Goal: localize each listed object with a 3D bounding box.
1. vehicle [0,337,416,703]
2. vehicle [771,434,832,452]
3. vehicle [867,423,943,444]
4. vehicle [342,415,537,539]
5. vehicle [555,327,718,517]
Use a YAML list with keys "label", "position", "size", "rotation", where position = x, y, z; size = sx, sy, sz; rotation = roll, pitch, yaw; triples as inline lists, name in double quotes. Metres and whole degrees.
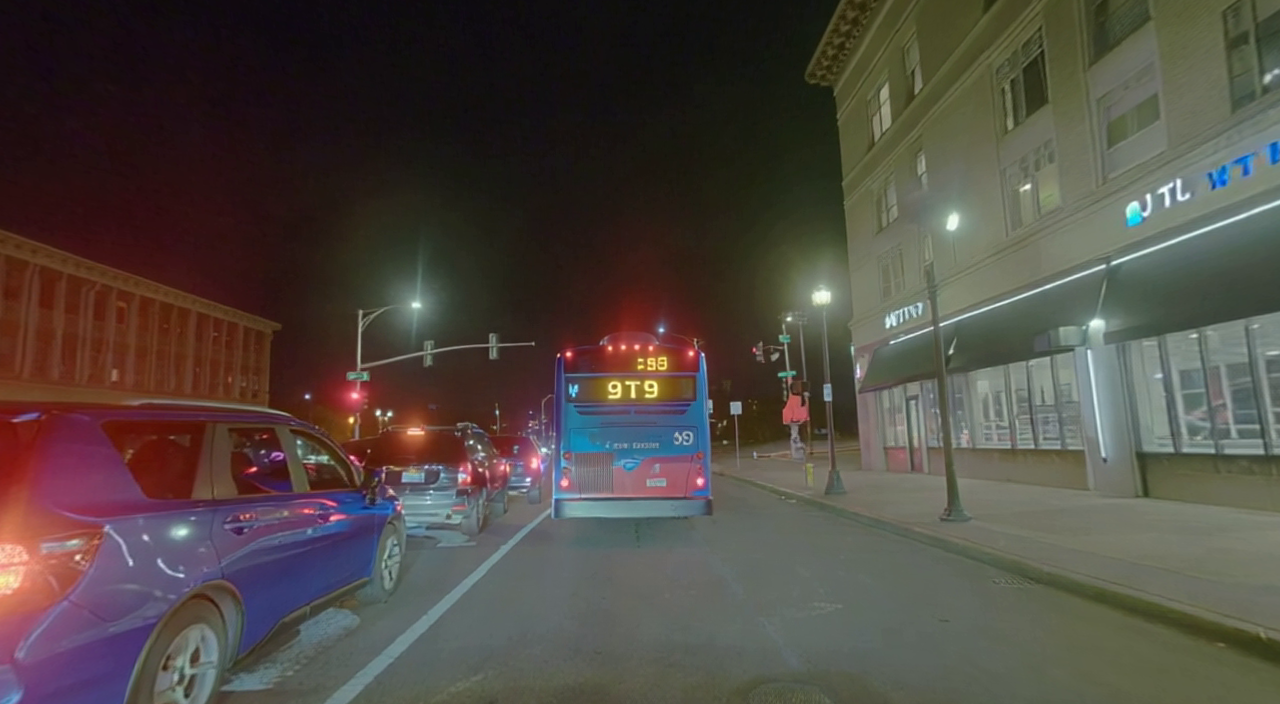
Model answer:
- label: "vehicle"
  position: [-3.225, 1.090, 3.968]
  size: [2.020, 1.725, 4.384]
  rotation: [0, -8, 0]
- label: "vehicle"
  position: [11.899, 6.738, 46.666]
  size: [3.949, 1.337, 1.738]
  rotation: [0, -9, -2]
- label: "vehicle"
  position: [19.784, 6.113, 47.215]
  size: [4.827, 1.555, 1.863]
  rotation: [1, -9, -6]
- label: "vehicle"
  position: [-3.355, 2.204, 11.770]
  size: [2.096, 1.828, 4.669]
  rotation: [0, -8, 0]
- label: "vehicle"
  position: [-0.316, 1.991, 16.571]
  size: [2.938, 3.468, 9.972]
  rotation: [0, -9, -3]
